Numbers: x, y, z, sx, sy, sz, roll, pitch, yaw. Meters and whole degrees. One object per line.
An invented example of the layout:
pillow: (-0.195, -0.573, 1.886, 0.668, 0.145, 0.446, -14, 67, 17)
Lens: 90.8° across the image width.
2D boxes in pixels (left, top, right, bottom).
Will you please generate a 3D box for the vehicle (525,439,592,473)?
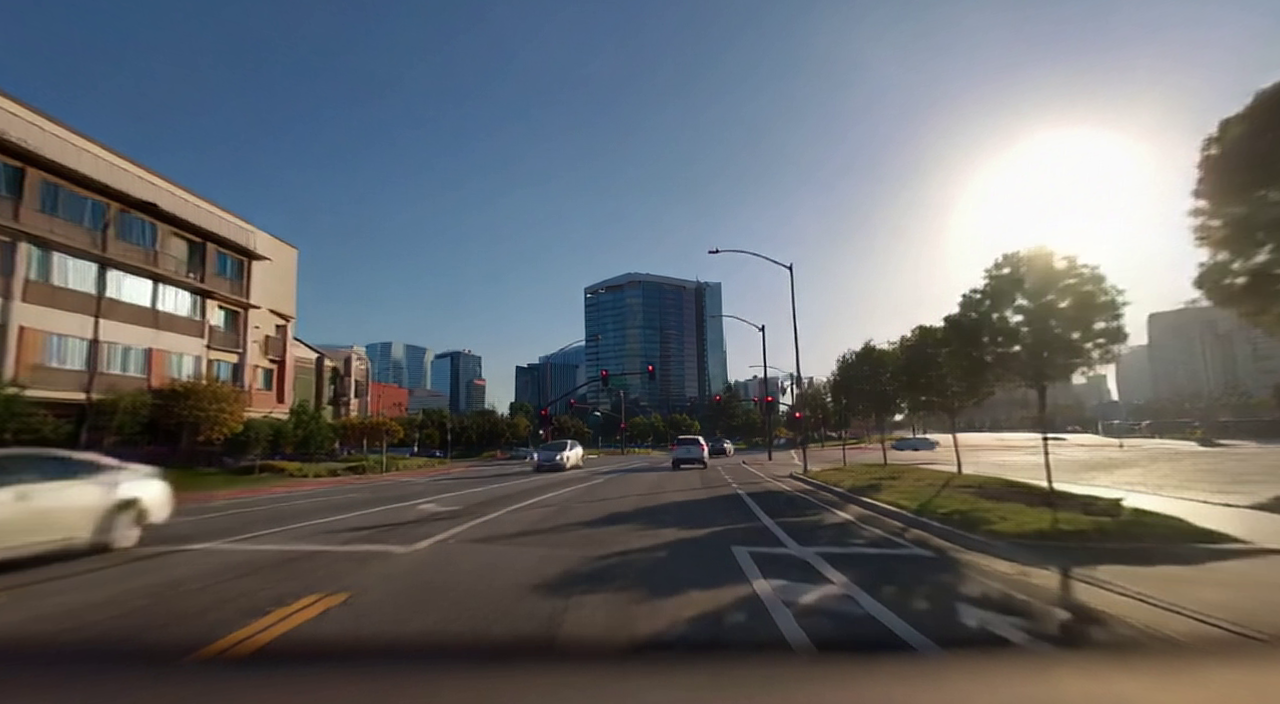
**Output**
vehicle: (-4.296, 5.577, 34.318, 2.183, 1.699, 4.974, -2, -8, 11)

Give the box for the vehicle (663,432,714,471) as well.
vehicle: (2.578, 5.088, 32.516, 2.230, 1.827, 4.298, -1, -8, 10)

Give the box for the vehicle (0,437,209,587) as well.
vehicle: (-7.373, 1.677, 6.846, 1.939, 1.484, 4.645, 0, -8, 3)
